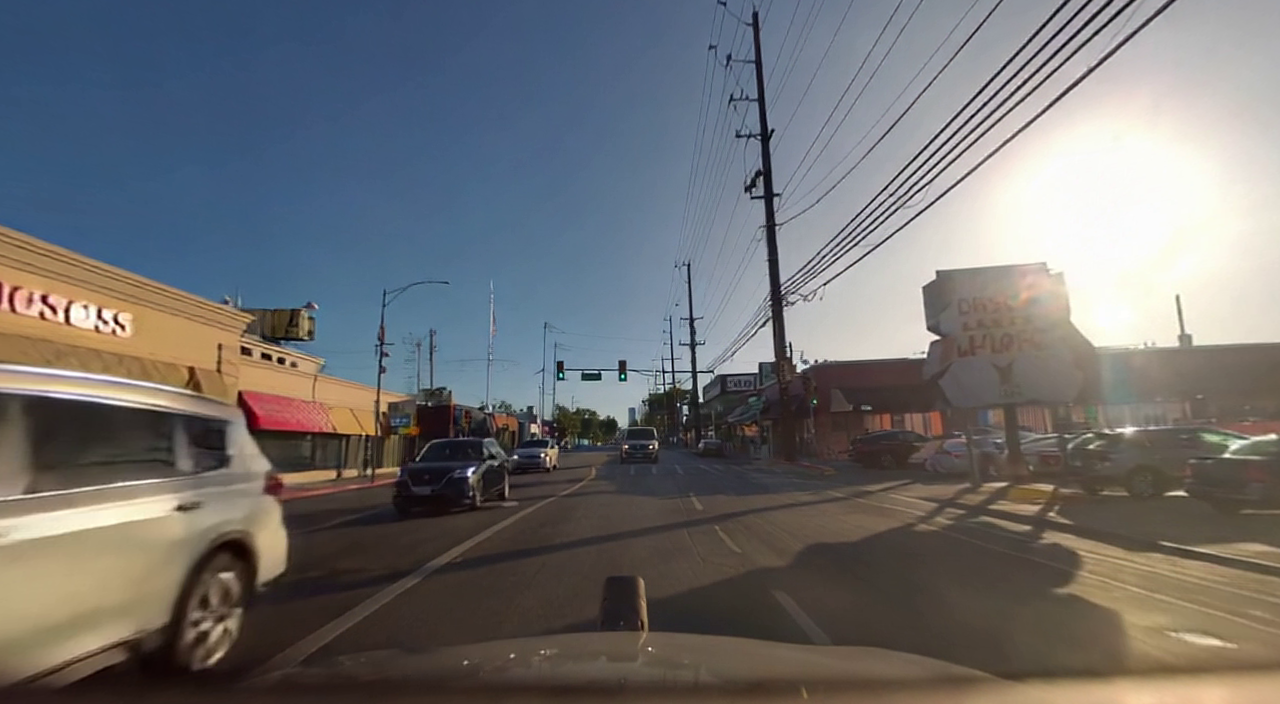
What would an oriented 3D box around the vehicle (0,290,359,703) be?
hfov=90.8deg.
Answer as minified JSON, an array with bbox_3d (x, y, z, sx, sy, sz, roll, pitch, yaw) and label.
[{"bbox_3d":[-3.708,0.798,3.038,2.277,1.904,5.583,0,-9,-2],"label":"vehicle"}]

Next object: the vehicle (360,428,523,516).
[{"bbox_3d":[-4.103,2.573,14.070,2.033,1.572,4.939,0,-9,0],"label":"vehicle"}]

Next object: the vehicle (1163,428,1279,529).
[{"bbox_3d":[11.467,1.985,10.221,4.238,1.464,1.862,-1,-9,2],"label":"vehicle"}]

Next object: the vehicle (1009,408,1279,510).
[{"bbox_3d":[10.722,2.145,12.948,4.937,1.827,2.042,-1,-8,0],"label":"vehicle"}]

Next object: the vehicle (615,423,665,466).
[{"bbox_3d":[0.034,5.428,37.046,2.683,2.295,6.404,0,-9,0],"label":"vehicle"}]

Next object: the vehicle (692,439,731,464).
[{"bbox_3d":[4.434,6.250,39.710,1.926,1.482,4.442,0,-9,0],"label":"vehicle"}]

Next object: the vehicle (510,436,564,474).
[{"bbox_3d":[-4.656,4.717,29.054,1.875,1.595,3.901,0,-9,-1],"label":"vehicle"}]
